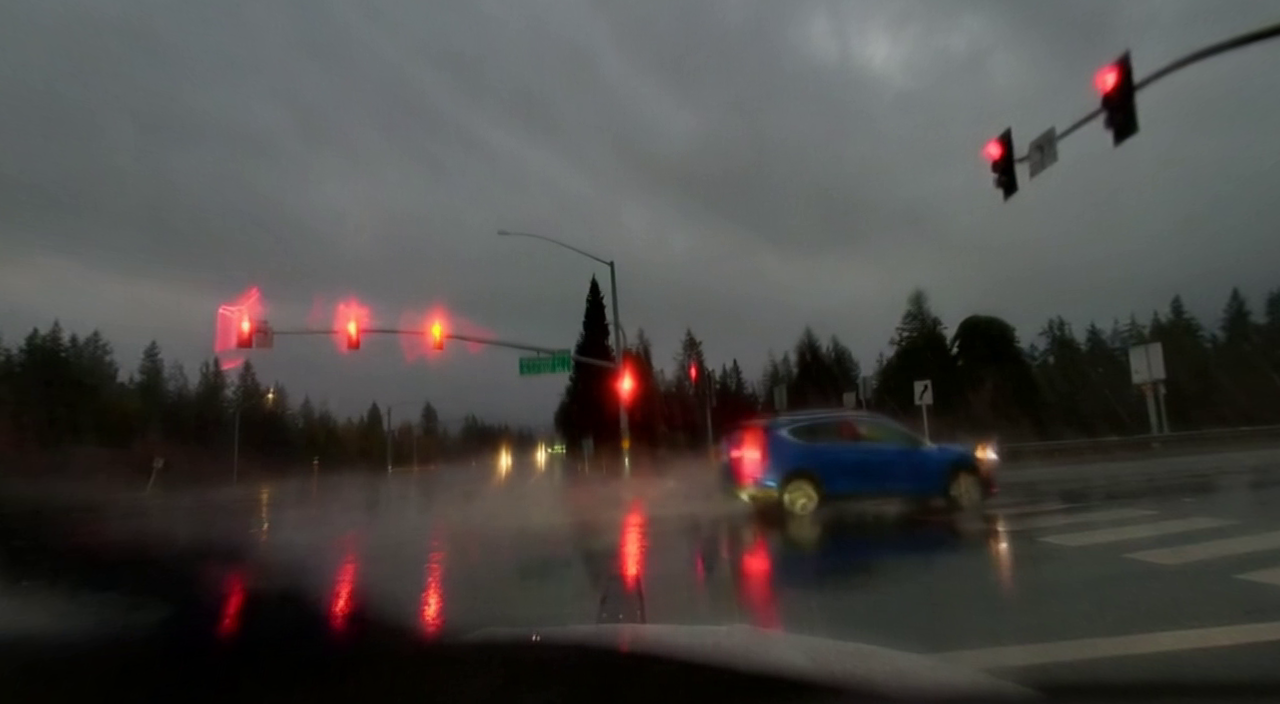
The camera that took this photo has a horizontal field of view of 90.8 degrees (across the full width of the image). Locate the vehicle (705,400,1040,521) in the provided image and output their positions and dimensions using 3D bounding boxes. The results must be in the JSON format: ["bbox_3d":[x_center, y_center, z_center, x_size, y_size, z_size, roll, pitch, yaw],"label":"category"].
[{"bbox_3d":[3.736,1.817,10.863,4.881,1.807,2.135,1,-8,-5],"label":"vehicle"}]
